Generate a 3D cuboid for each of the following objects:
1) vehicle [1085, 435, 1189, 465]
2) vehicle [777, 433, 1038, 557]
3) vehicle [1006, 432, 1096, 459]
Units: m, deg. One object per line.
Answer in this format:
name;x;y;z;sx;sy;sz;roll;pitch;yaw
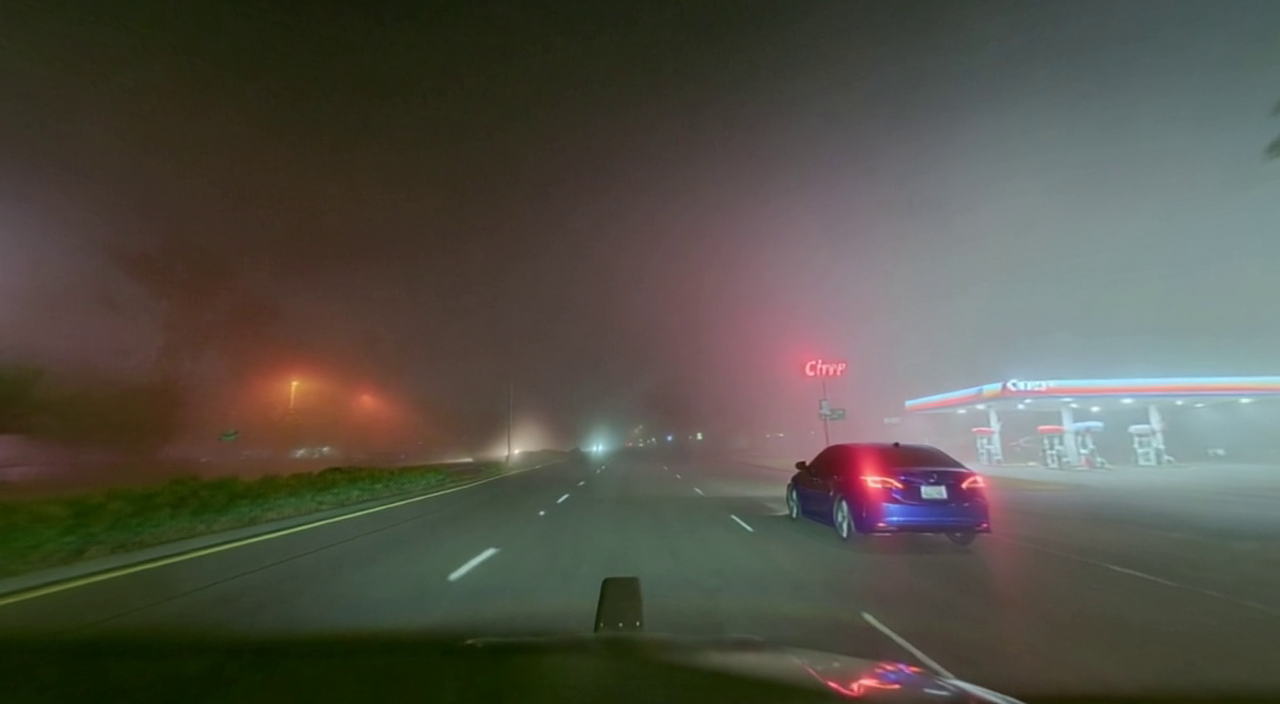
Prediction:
vehicle;28.527;5.627;36.377;4.280;1.637;2.009;0;-9;-2
vehicle;3.624;1.989;9.615;1.978;1.442;4.262;0;-8;-2
vehicle;32.329;7.379;49.809;5.339;1.812;2.175;-3;-9;3
